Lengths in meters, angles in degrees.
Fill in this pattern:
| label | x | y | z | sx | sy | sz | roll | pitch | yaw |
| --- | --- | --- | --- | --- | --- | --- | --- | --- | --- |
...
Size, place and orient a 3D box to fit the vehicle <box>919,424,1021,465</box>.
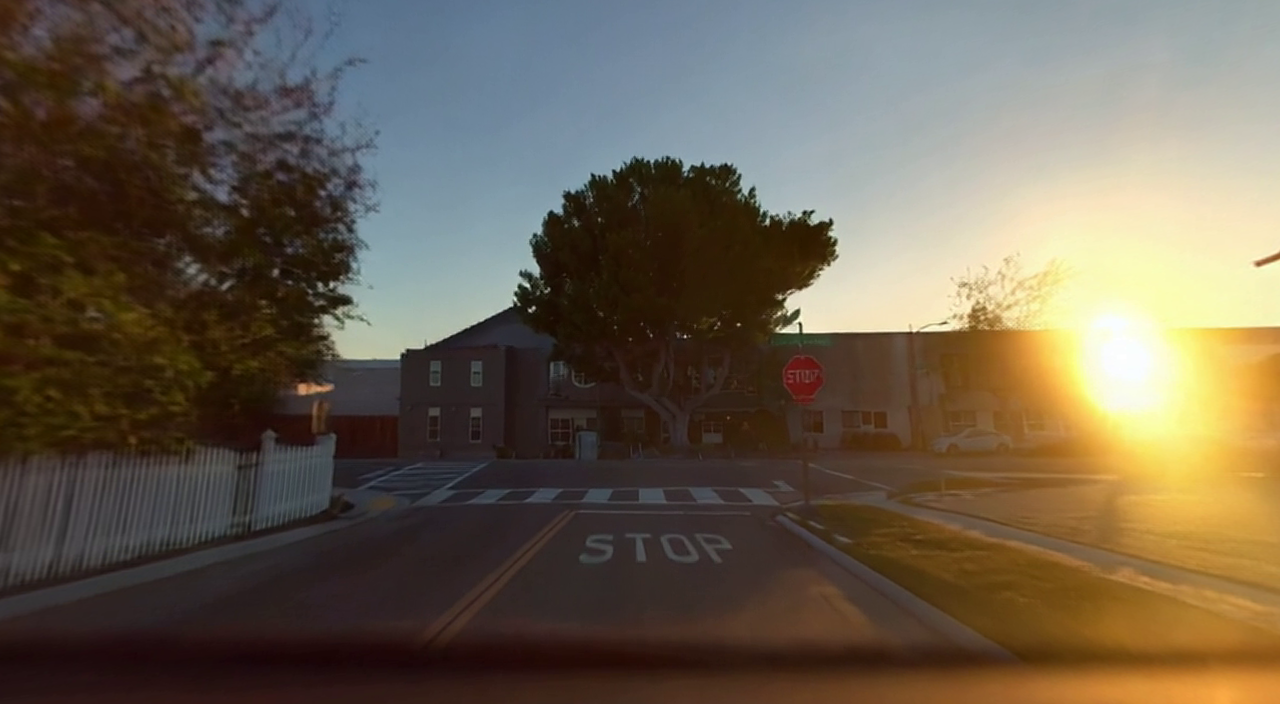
| label | x | y | z | sx | sy | sz | roll | pitch | yaw |
| --- | --- | --- | --- | --- | --- | --- | --- | --- | --- |
| vehicle | 18.922 | 5.346 | 36.360 | 2.395 | 2.164 | 4.475 | 5 | -10 | -27 |
